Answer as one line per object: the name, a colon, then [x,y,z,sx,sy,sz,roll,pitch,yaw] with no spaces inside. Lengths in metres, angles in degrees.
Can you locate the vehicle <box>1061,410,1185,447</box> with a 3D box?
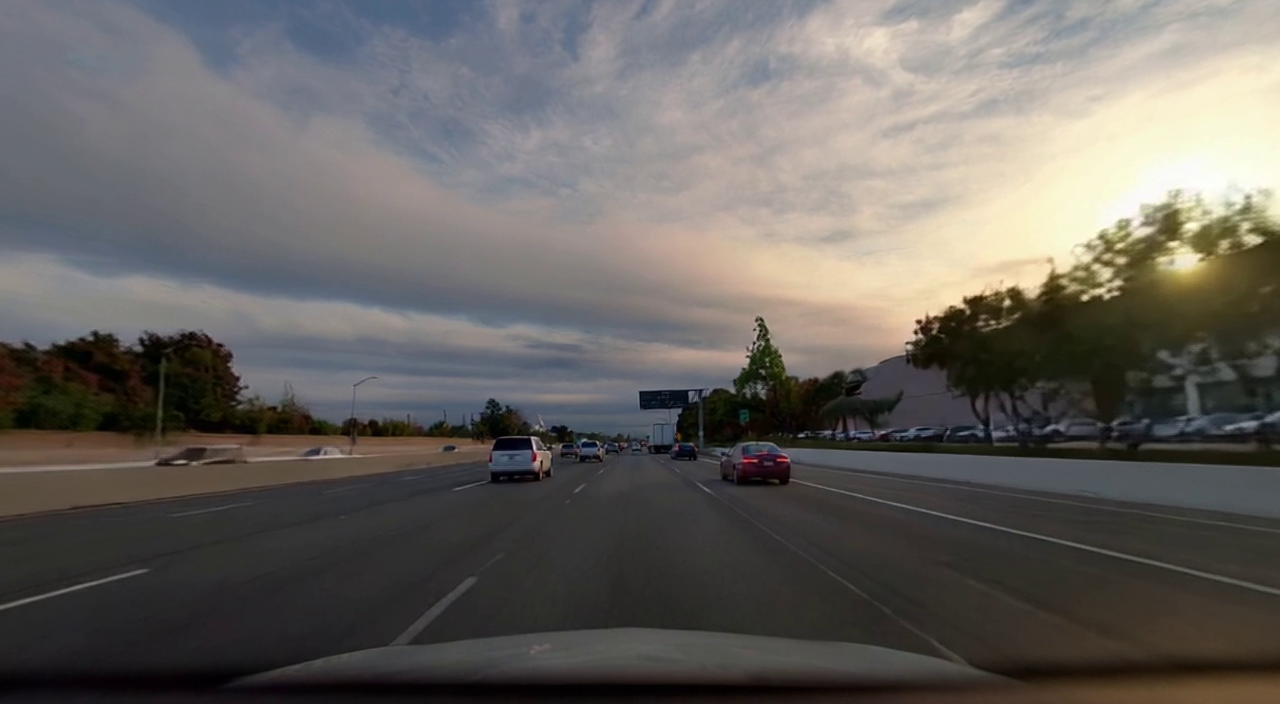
vehicle: [27.649,4.507,36.559,2.202,1.863,6.272,-1,-9,0]

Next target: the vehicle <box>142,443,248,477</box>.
vehicle: [-21.015,5.086,30.084,1.878,1.500,4.292,0,-8,0]

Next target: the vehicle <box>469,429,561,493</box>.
vehicle: [-3.805,3.407,20.086,1.987,1.765,4.508,0,-8,0]

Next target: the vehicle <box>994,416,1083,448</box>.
vehicle: [27.539,5.655,43.974,2.031,1.963,6.154,-2,-9,-1]

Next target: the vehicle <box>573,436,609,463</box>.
vehicle: [-3.712,7.558,49.084,2.410,1.981,5.355,0,-8,0]

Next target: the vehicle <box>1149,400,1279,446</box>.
vehicle: [27.724,3.446,29.920,2.235,1.862,5.983,-1,-9,0]

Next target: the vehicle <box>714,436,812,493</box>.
vehicle: [3.634,3.415,19.590,1.957,1.510,4.643,0,-8,-2]
